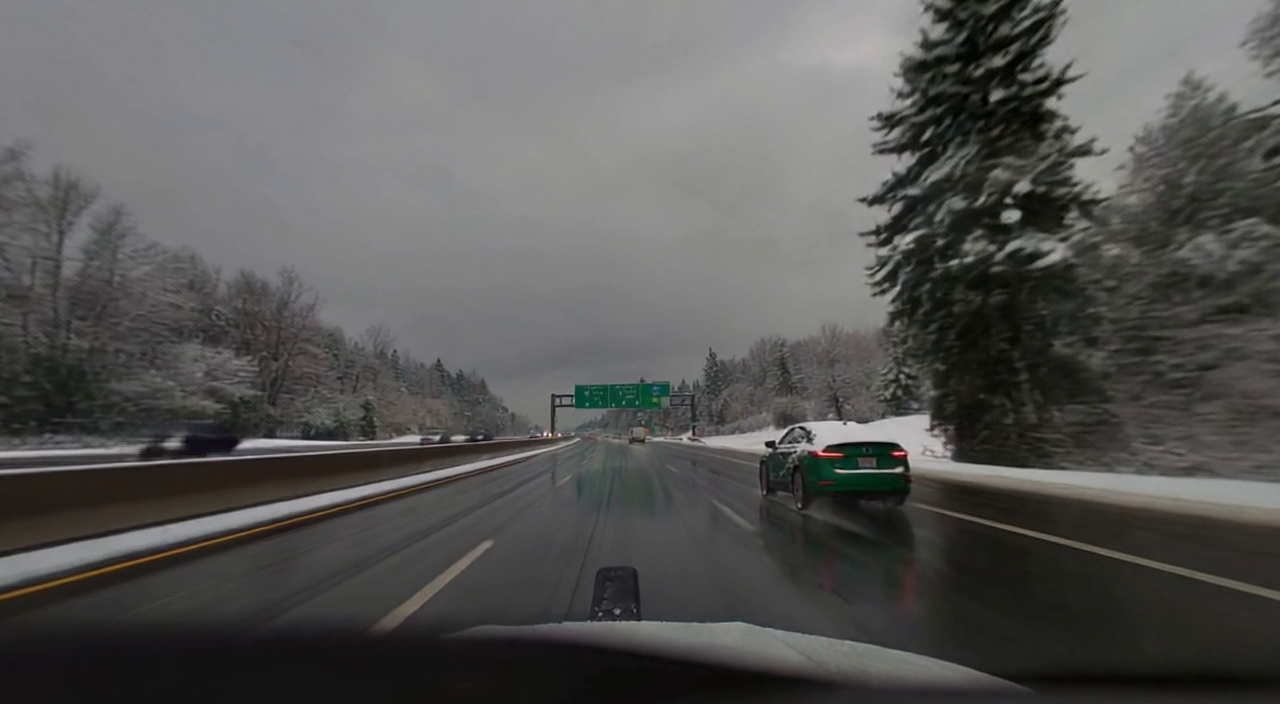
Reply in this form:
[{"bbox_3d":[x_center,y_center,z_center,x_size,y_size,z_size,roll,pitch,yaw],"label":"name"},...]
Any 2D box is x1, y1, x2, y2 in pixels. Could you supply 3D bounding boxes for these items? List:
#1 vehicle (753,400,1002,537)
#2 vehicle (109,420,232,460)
[{"bbox_3d":[3.294,1.718,9.882,2.107,1.642,4.331,0,-8,-2],"label":"vehicle"},{"bbox_3d":[-20.164,3.817,27.360,1.889,1.586,4.578,0,-8,-2],"label":"vehicle"}]
